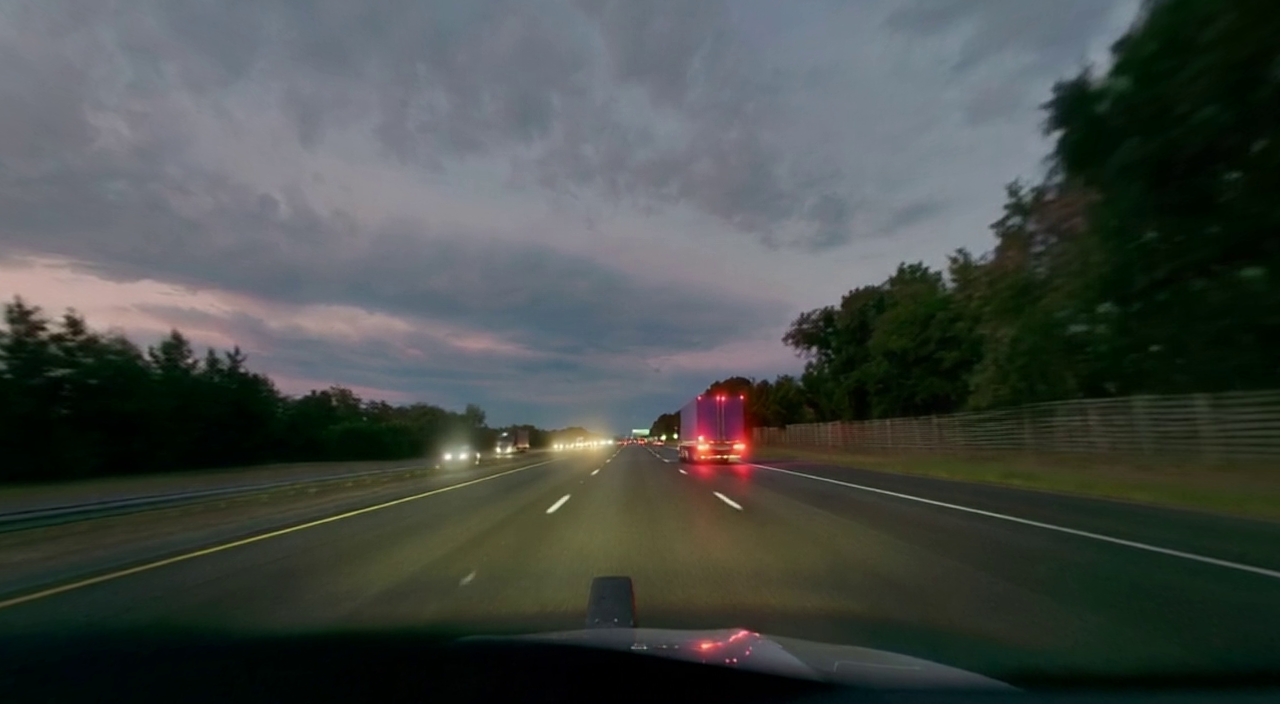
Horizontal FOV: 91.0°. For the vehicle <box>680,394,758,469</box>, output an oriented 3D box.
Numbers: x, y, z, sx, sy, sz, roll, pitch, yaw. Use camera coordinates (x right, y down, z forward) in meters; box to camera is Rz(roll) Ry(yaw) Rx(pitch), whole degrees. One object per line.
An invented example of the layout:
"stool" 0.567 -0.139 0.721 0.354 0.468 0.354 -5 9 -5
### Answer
"vehicle" 3.807 4.118 32.309 2.766 3.349 7.796 0 -8 -1
